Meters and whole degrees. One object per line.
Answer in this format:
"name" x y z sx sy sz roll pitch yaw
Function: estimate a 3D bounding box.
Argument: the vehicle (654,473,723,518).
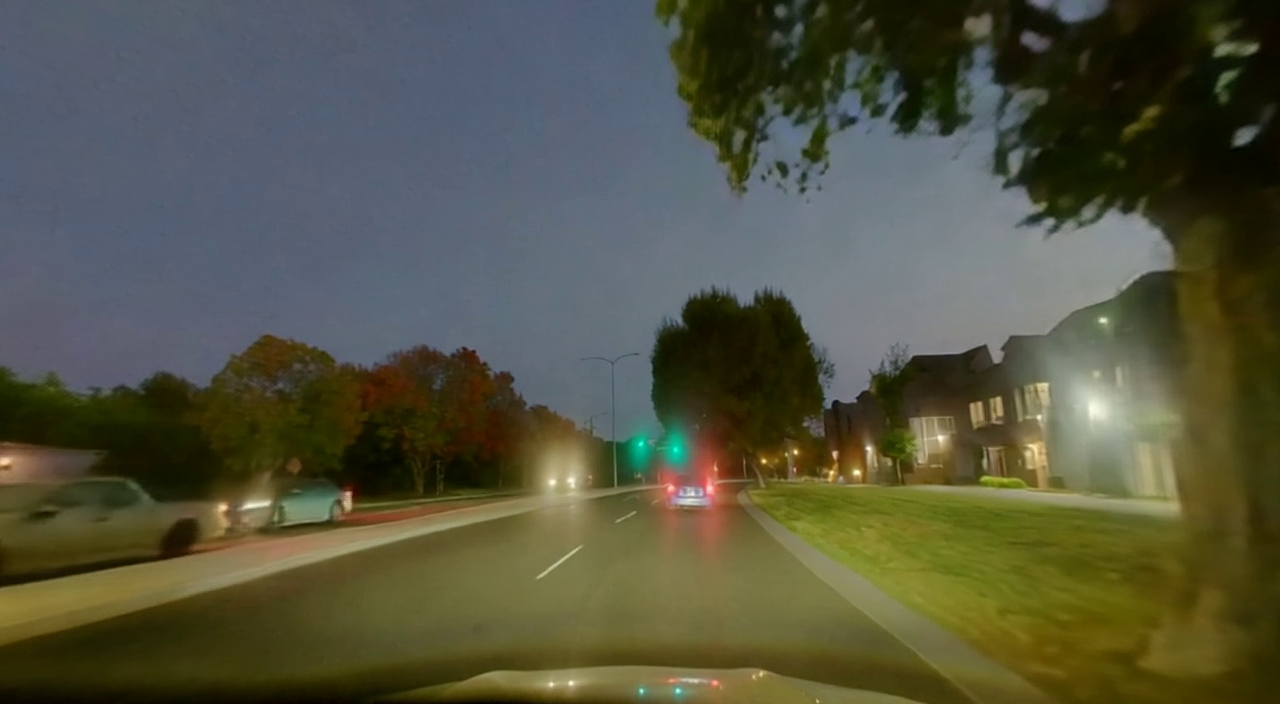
"vehicle" 1.752 4.723 21.129 1.972 1.250 5.282 -1 -11 8

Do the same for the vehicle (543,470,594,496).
"vehicle" -5.184 9.576 46.336 2.066 1.744 4.771 -4 -11 14

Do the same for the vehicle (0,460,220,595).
"vehicle" -8.196 2.277 8.447 1.870 1.518 4.390 -3 -11 4

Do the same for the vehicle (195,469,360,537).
"vehicle" -10.297 4.295 18.402 1.856 1.569 4.572 -5 -11 5
